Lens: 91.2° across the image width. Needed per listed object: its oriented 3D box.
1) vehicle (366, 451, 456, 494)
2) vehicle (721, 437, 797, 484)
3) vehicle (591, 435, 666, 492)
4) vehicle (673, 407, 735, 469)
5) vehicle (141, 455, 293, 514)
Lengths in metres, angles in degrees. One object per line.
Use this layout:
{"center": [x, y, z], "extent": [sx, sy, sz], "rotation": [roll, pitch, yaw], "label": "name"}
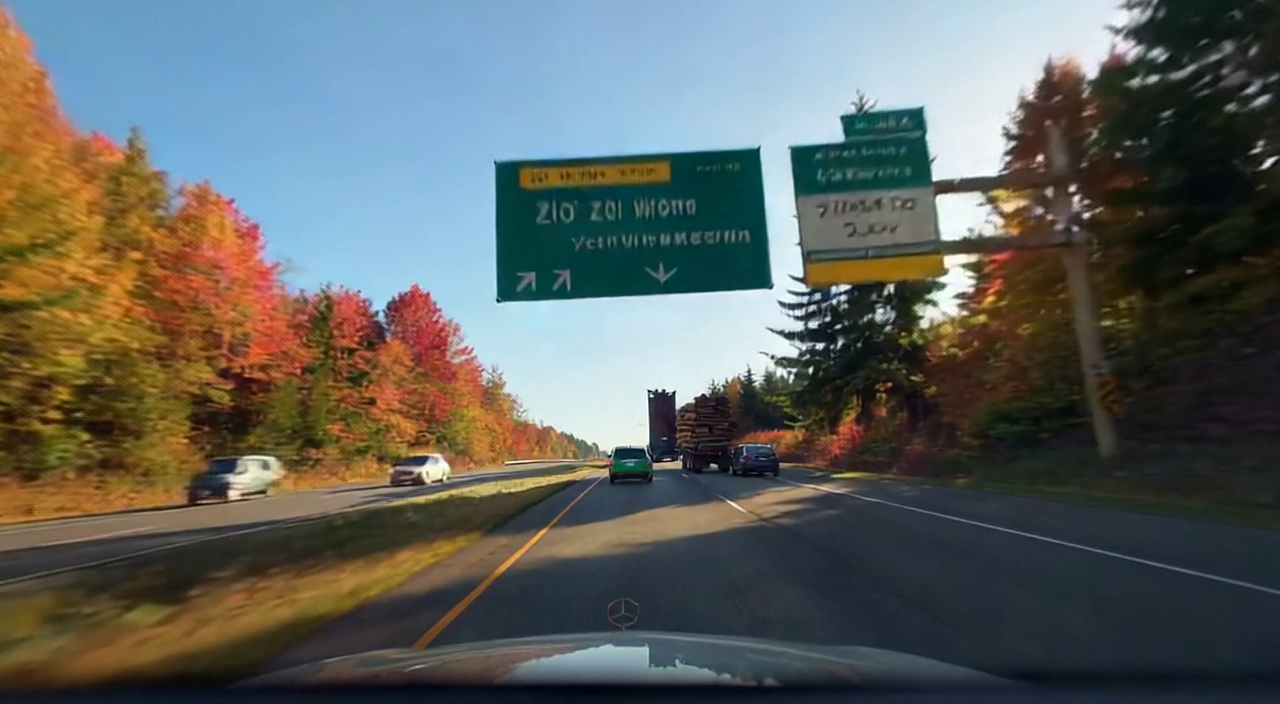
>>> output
{"center": [-8.925, 4.689, 24.796], "extent": [1.999, 1.498, 4.105], "rotation": [-1, -9, 0], "label": "vehicle"}
{"center": [4.646, 4.310, 25.120], "extent": [2.057, 1.660, 4.525], "rotation": [0, -9, -1], "label": "vehicle"}
{"center": [-0.387, 3.679, 21.042], "extent": [2.263, 1.699, 3.936], "rotation": [0, -9, -1], "label": "vehicle"}
{"center": [4.263, 6.047, 43.732], "extent": [3.125, 3.895, 8.461], "rotation": [0, -9, -2], "label": "vehicle"}
{"center": [-13.516, 4.204, 20.421], "extent": [1.965, 1.625, 4.309], "rotation": [0, -9, -1], "label": "vehicle"}
